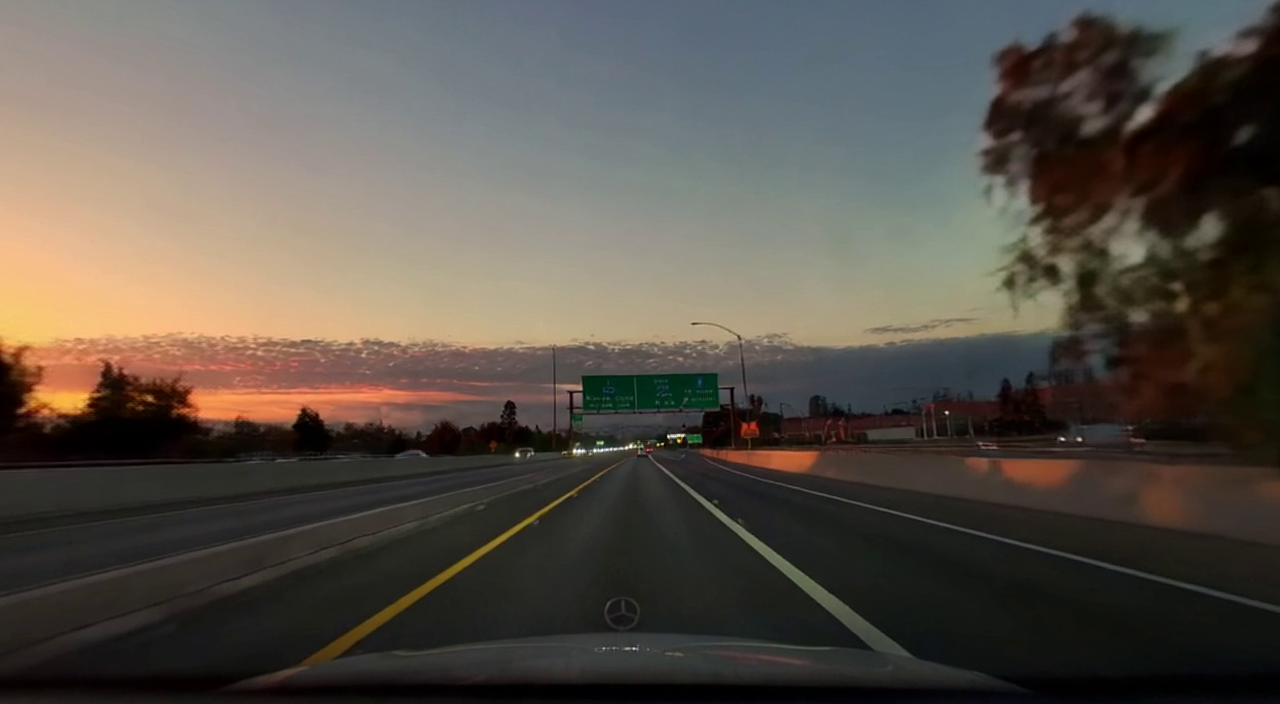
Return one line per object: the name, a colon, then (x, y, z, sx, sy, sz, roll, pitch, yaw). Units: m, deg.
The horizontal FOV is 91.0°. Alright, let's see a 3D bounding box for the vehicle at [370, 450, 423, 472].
vehicle: (-17.909, 8.025, 46.518, 1.986, 1.496, 4.738, 0, -9, 0)
